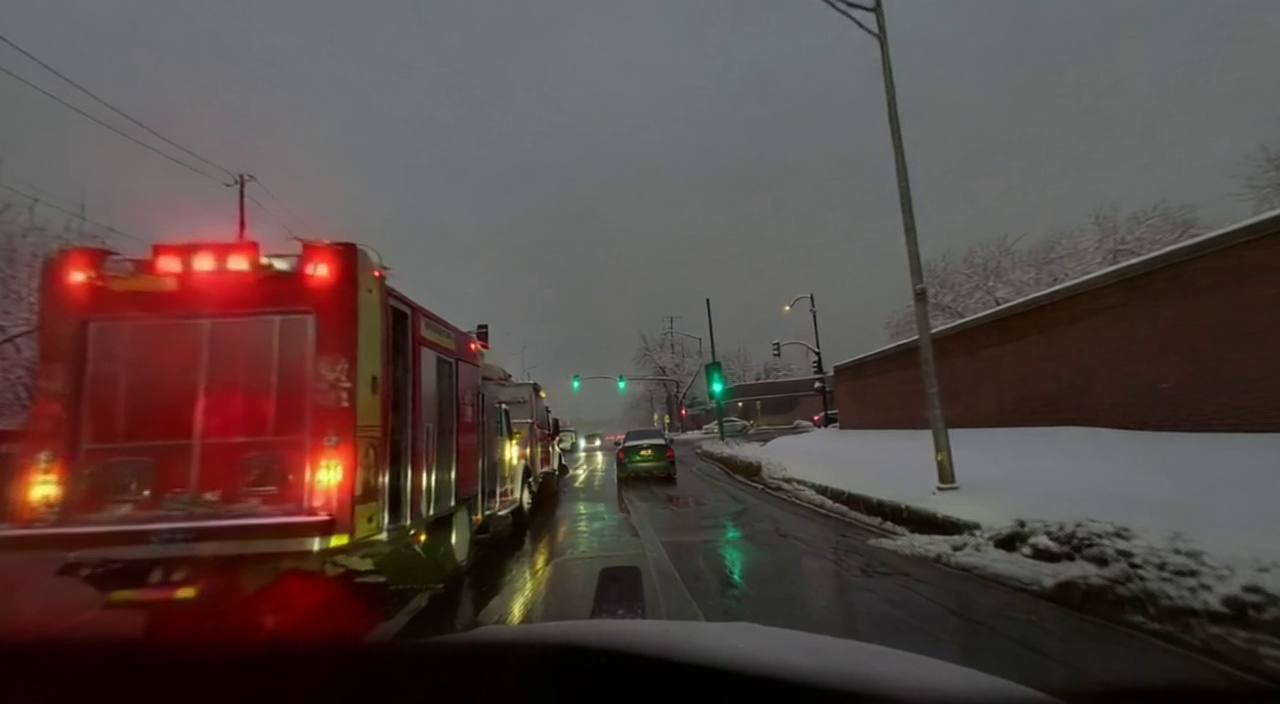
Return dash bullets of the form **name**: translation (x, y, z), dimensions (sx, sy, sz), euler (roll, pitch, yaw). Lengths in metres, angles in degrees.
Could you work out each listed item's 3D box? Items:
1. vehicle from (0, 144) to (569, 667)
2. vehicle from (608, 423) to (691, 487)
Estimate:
- **vehicle**: translation (-3.599, 1.186, 10.756), dimensions (3.631, 3.655, 12.773), euler (0, -8, -1)
- **vehicle**: translation (0.151, 3.341, 20.877), dimensions (2.332, 1.831, 4.930), euler (0, -8, -4)
